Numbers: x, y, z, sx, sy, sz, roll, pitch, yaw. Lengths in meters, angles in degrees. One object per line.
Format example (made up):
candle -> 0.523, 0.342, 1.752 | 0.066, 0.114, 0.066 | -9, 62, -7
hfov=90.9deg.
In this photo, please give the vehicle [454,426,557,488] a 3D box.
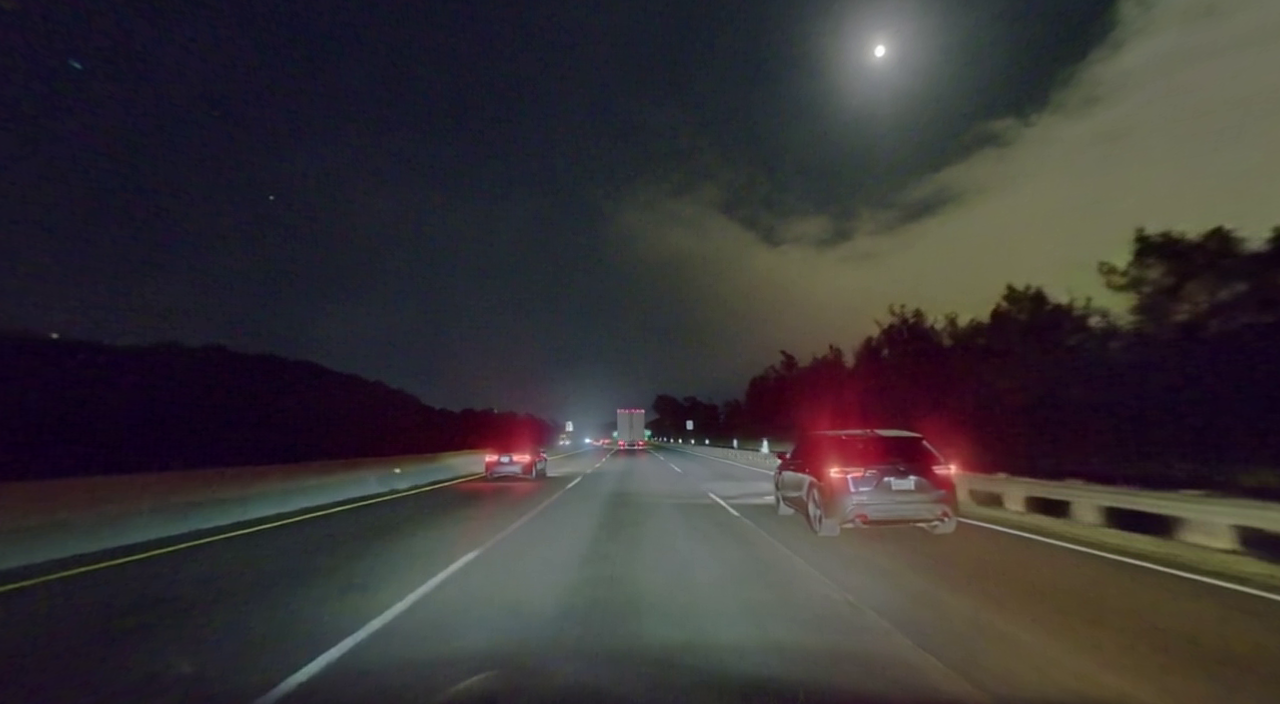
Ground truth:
vehicle -> -3.905, 3.117, 19.192 | 2.123, 1.655, 4.688 | 0, -8, 0
